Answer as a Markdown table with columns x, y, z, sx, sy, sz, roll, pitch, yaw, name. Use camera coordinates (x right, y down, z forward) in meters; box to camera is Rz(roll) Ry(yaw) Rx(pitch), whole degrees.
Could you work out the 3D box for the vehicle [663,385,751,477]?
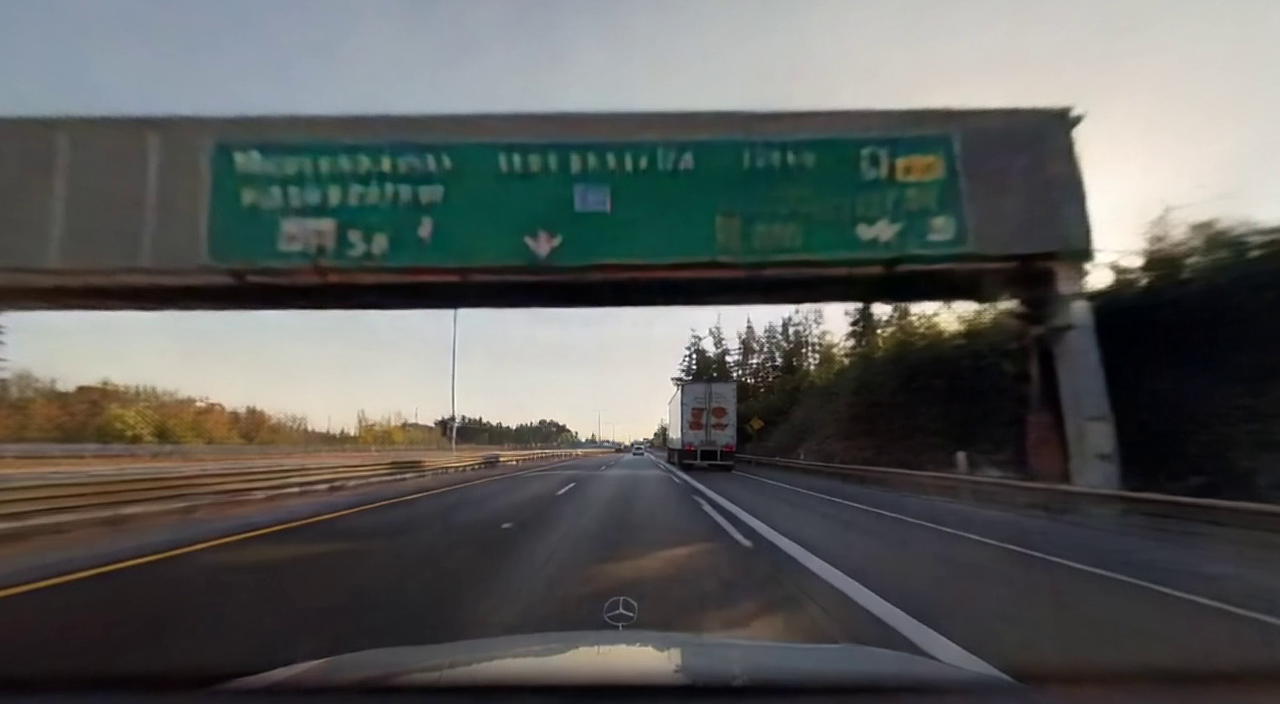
| x | y | z | sx | sy | sz | roll | pitch | yaw | name |
| --- | --- | --- | --- | --- | --- | --- | --- | --- | --- |
| 3.218 | 4.594 | 35.081 | 3.244 | 4.020 | 14.561 | 0 | -9 | 0 | vehicle |
